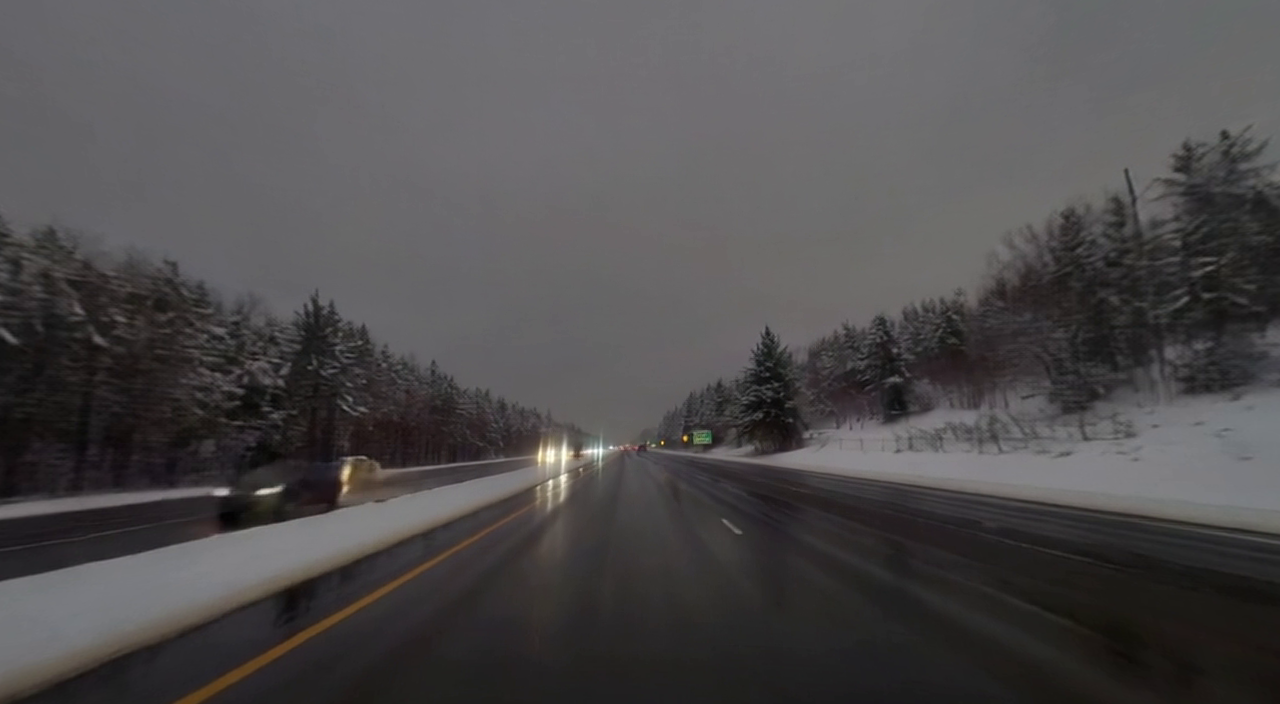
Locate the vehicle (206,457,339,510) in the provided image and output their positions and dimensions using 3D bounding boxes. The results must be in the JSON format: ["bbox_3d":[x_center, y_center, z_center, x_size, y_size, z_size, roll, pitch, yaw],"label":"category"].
[{"bbox_3d":[-12.448,4.441,21.813,1.867,1.534,4.679,0,-9,-1],"label":"vehicle"}]

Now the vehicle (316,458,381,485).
[{"bbox_3d":[-17.845,7.327,38.841,1.894,1.475,4.484,0,-9,-1],"label":"vehicle"}]
